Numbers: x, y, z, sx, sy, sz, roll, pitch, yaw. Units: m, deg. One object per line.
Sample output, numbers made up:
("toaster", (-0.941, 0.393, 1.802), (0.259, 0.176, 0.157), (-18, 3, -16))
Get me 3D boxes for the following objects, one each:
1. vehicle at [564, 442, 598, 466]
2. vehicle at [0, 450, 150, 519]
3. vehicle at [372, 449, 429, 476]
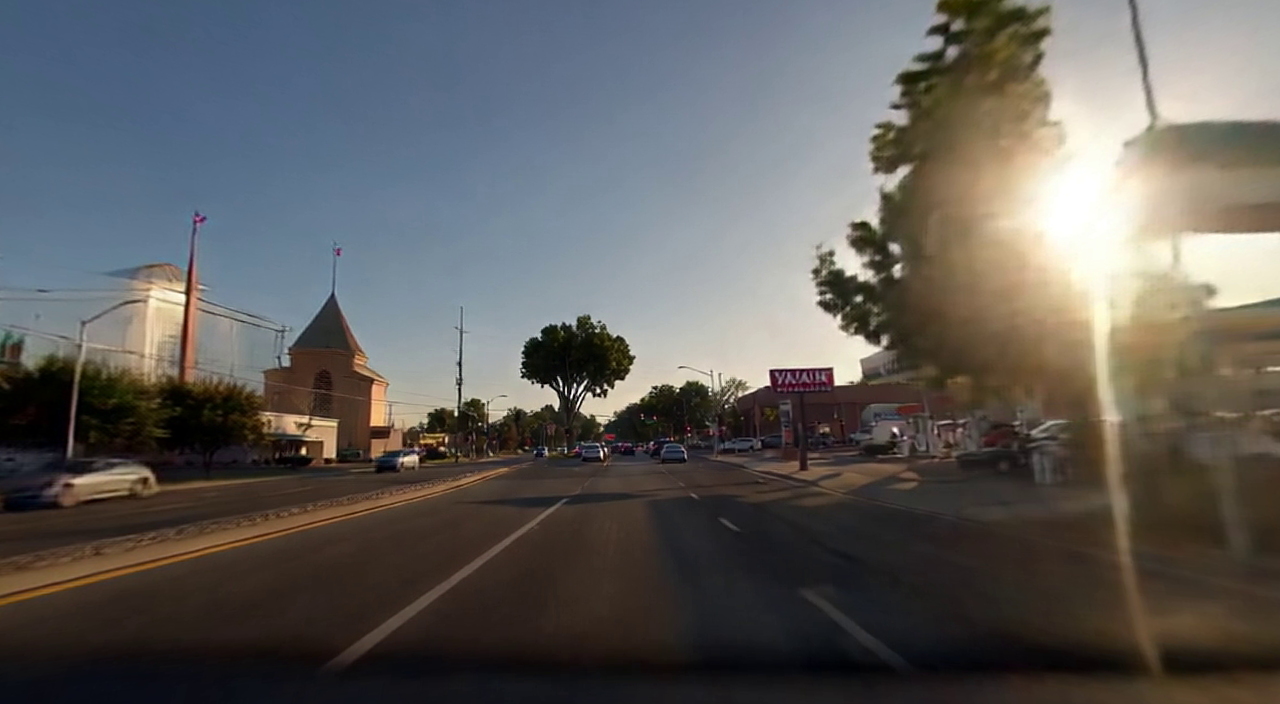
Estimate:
("vehicle", (-4.227, 7.388, 46.056), (2.040, 1.661, 4.573), (0, -8, 0))
("vehicle", (-18.033, 4.000, 19.390), (2.129, 1.797, 4.866), (-4, -8, 0))
("vehicle", (-15.096, 6.940, 40.013), (1.939, 1.594, 4.284), (0, -8, 0))
